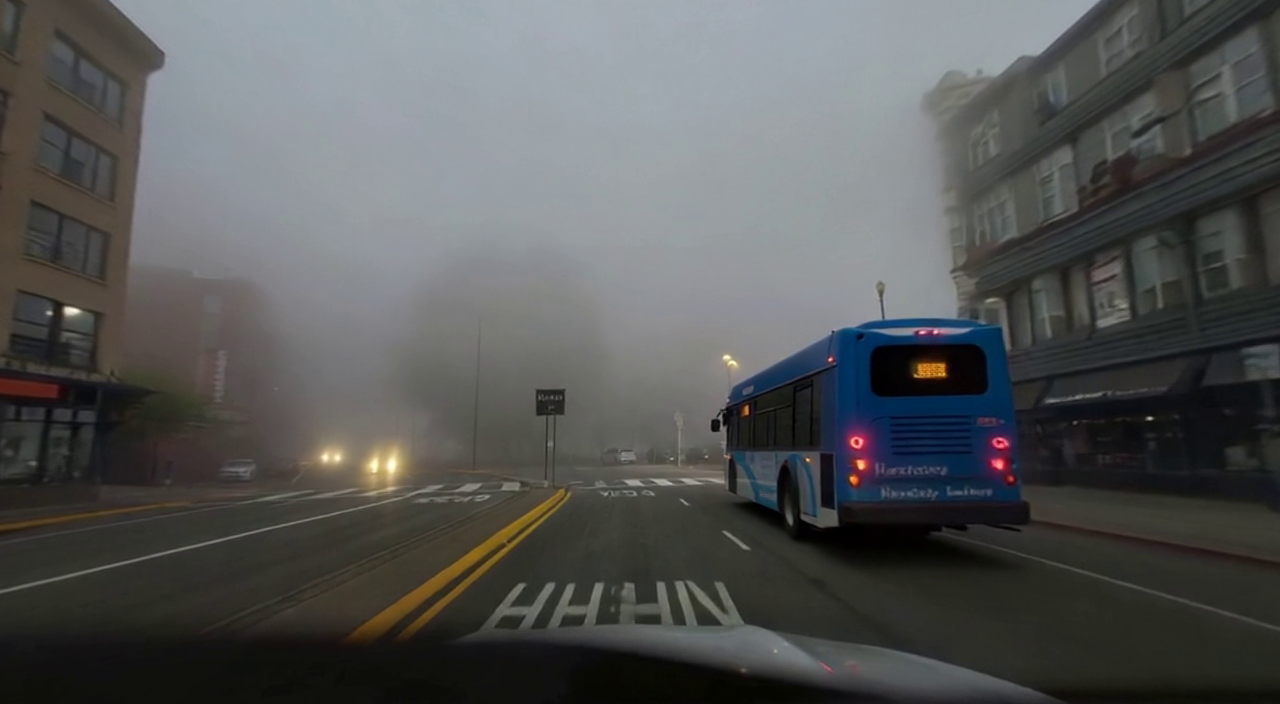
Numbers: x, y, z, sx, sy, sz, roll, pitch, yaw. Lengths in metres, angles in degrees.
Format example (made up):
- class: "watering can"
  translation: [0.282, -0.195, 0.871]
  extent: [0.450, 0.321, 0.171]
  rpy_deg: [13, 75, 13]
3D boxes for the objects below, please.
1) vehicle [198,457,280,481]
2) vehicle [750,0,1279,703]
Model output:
- class: "vehicle"
  translation: [-27.537, 7.995, 43.431]
  extent: [4.384, 1.500, 1.864]
  rpy_deg: [7, -11, -40]
- class: "vehicle"
  translation: [3.479, 0.204, 3.051]
  extent: [3.194, 3.345, 12.428]
  rpy_deg: [0, -9, -2]
